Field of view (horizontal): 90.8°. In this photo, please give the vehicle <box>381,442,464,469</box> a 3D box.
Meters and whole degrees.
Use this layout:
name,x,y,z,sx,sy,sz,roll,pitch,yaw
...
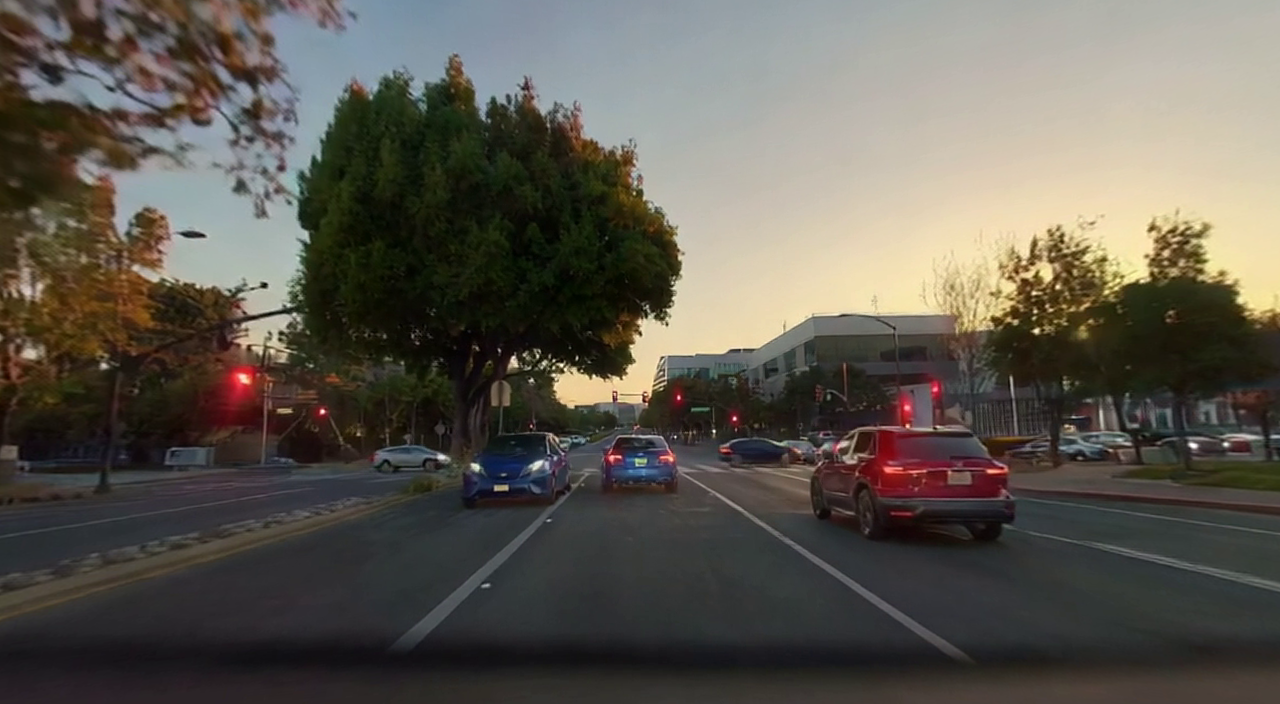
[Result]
name,x,y,z,sx,sy,sz,roll,pitch,yaw
vehicle,-13.486,6.425,39.288,4.561,1.588,1.832,4,-10,-29

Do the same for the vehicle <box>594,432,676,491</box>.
name,x,y,z,sx,sy,sz,roll,pitch,yaw
vehicle,-0.139,3.086,18.140,2.097,1.480,4.006,0,-8,0

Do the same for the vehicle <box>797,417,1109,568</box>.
name,x,y,z,sx,sy,sz,roll,pitch,yaw
vehicle,3.663,1.720,8.520,1.861,1.473,4.393,0,-8,-2

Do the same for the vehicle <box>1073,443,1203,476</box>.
name,x,y,z,sx,sy,sz,roll,pitch,yaw
vehicle,23.108,4.982,29.443,4.368,1.448,1.876,-1,-8,2

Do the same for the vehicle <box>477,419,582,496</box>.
name,x,y,z,sx,sy,sz,roll,pitch,yaw
vehicle,-2.853,2.872,17.541,2.064,1.825,4.760,0,-8,0

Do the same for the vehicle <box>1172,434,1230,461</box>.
name,x,y,z,sx,sy,sz,roll,pitch,yaw
vehicle,33.591,5.737,37.897,2.099,1.506,3.818,-6,-10,35
